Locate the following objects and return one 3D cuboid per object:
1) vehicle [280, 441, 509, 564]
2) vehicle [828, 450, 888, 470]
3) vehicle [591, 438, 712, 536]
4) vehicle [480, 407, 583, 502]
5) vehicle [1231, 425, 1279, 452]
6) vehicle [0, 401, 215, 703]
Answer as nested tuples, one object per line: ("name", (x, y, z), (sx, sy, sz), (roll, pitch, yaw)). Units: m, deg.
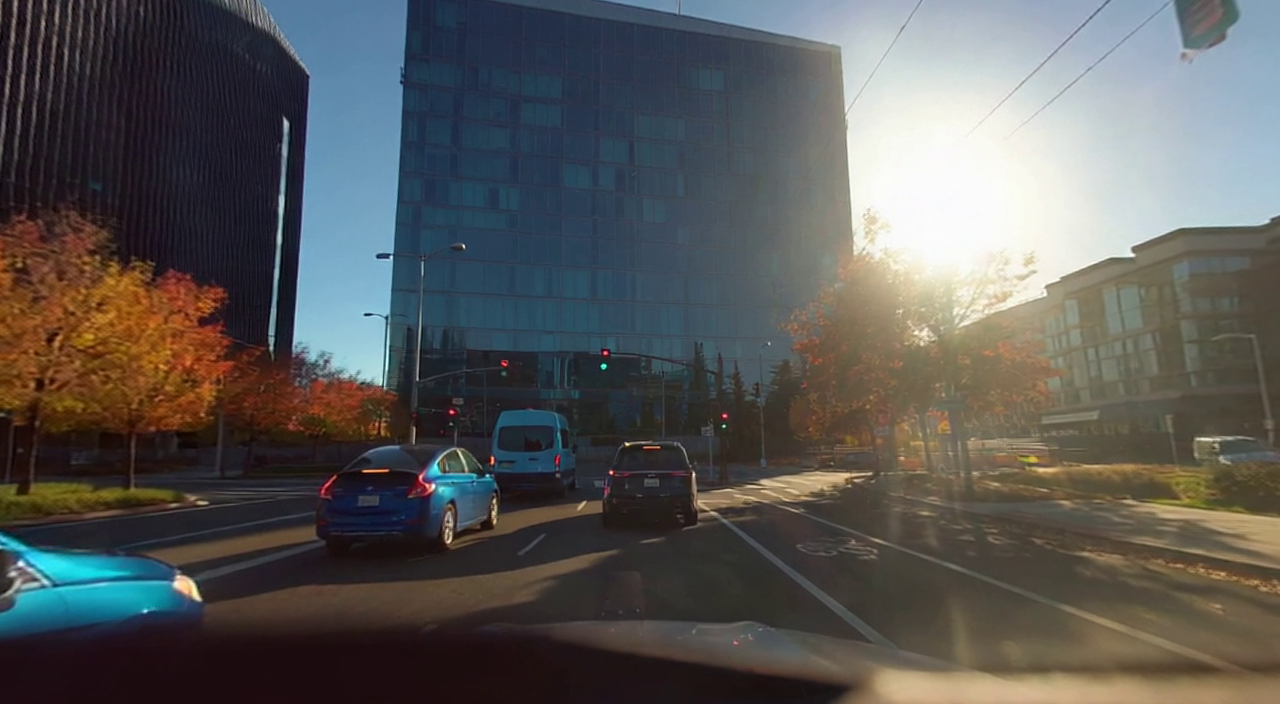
("vehicle", (-3.529, 2.224, 10.032), (1.955, 1.499, 4.223), (0, -9, 0))
("vehicle", (17.186, 8.534, 49.539), (3.988, 1.518, 1.824), (0, -9, -2))
("vehicle", (0.185, 2.511, 12.164), (1.979, 1.562, 3.630), (-1, -9, 0))
("vehicle", (-3.334, 3.344, 20.646), (2.343, 2.635, 5.684), (0, -9, 0))
("vehicle", (36.421, 5.038, 36.265), (1.754, 1.501, 3.833), (-4, -10, 20))
("vehicle", (-2.904, 0.749, 0.886), (1.893, 1.491, 3.798), (-1, -9, 0))
